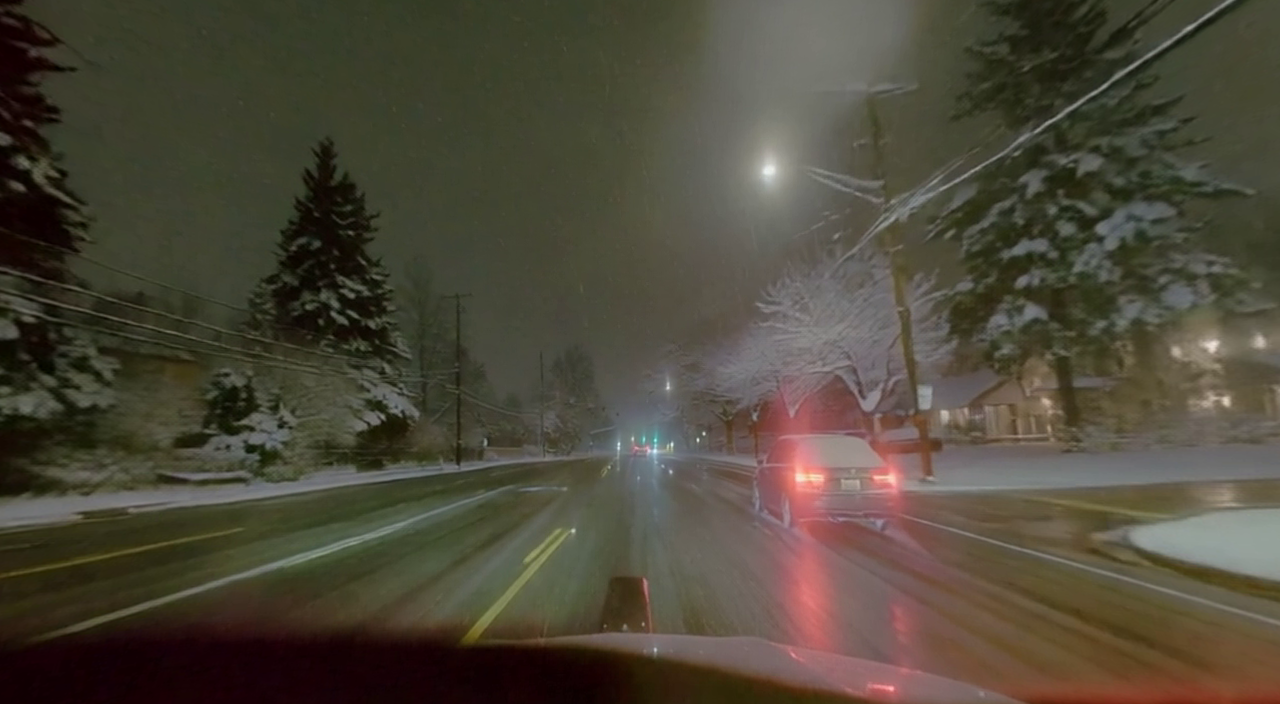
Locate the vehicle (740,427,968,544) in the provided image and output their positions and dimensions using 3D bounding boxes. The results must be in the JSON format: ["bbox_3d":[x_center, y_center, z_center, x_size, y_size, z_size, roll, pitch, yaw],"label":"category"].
[{"bbox_3d":[3.091,2.026,10.298,2.134,1.476,4.327,0,-8,-1],"label":"vehicle"}]
